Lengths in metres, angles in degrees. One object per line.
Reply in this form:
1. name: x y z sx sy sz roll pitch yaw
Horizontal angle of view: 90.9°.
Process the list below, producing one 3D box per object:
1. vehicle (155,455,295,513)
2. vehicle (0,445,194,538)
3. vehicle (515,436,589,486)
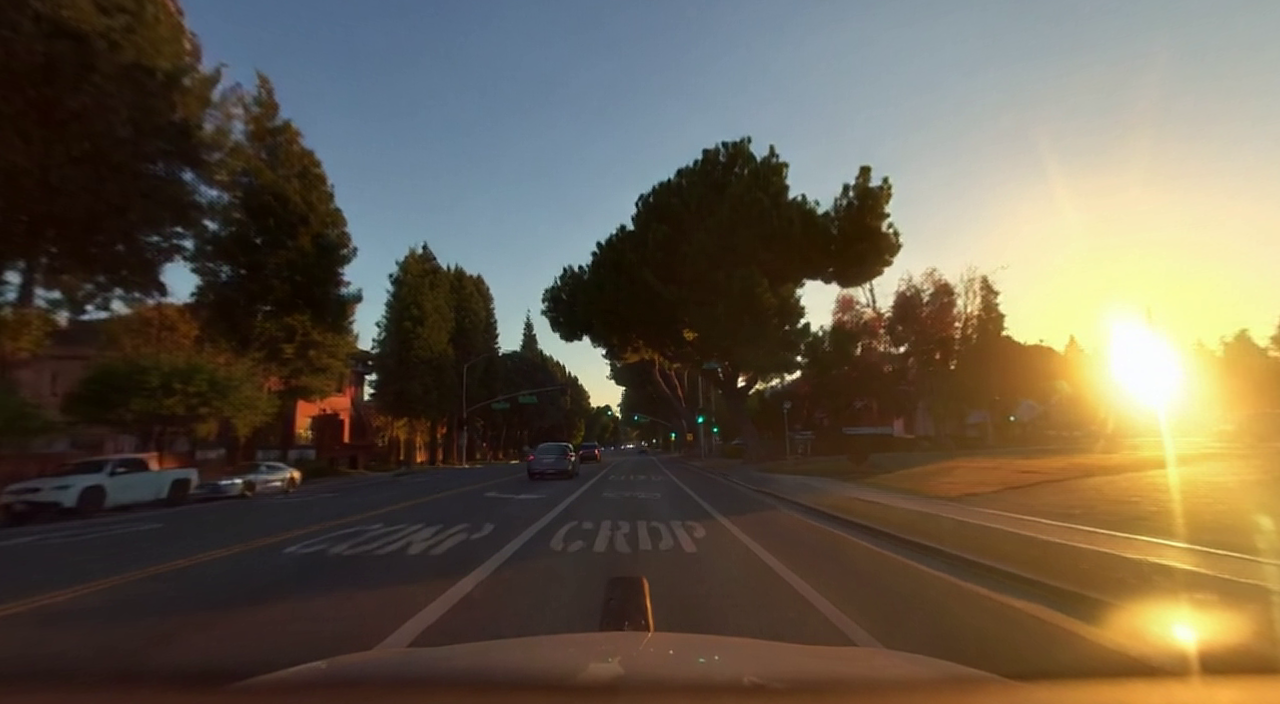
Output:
1. vehicle: -14.244 4.493 21.996 1.860 1.490 4.542 -4 -7 0
2. vehicle: -14.105 3.435 16.231 1.972 1.887 4.777 -3 -7 -3
3. vehicle: -3.185 4.059 23.855 2.084 1.701 4.734 0 -8 1
